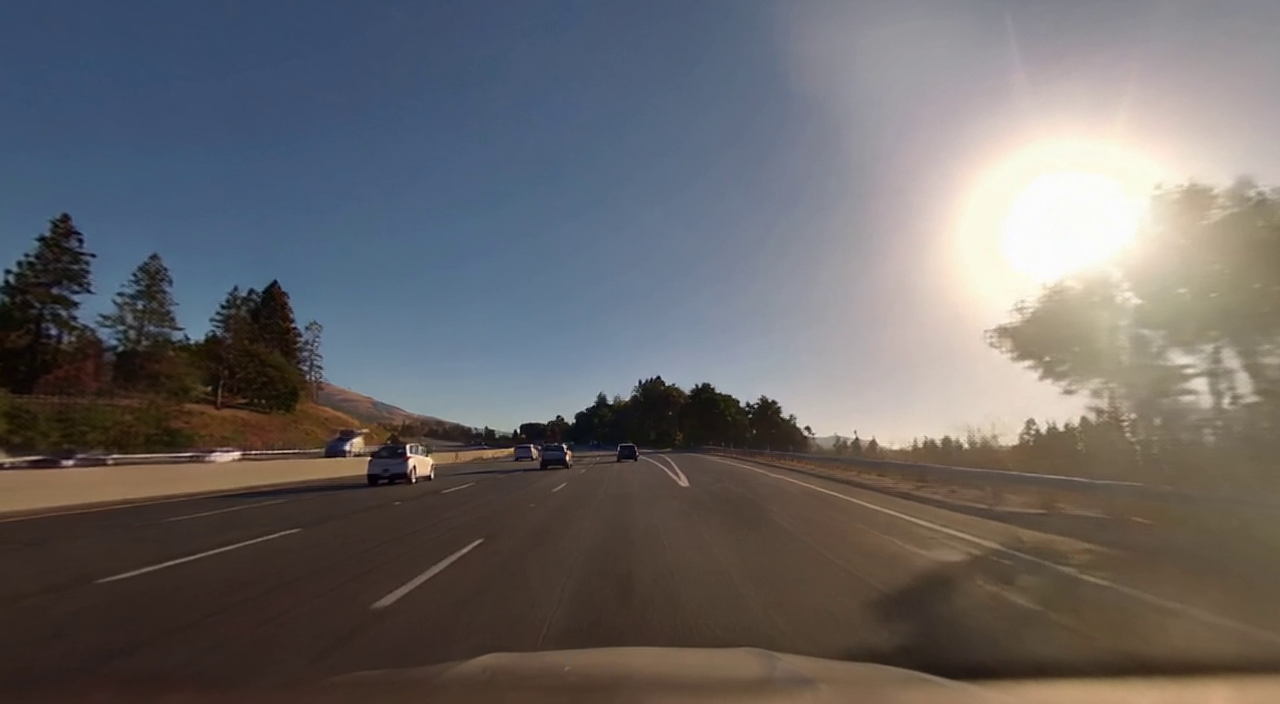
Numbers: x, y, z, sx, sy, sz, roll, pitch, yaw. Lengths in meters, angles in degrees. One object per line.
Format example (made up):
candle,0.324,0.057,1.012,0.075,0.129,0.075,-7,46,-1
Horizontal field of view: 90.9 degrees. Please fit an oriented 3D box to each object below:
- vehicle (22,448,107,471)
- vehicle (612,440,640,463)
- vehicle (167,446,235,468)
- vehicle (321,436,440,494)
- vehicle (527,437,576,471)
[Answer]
vehicle,-39.230,7.335,43.154,1.754,1.456,4.341,0,-8,-2
vehicle,-0.968,6.879,43.732,1.881,1.460,3.694,0,-8,-2
vehicle,-31.988,7.635,46.083,1.819,1.438,4.530,0,-8,-2
vehicle,-8.087,3.544,20.140,2.086,1.628,4.039,0,-8,-1
vehicle,-4.575,5.325,33.190,1.991,1.610,4.606,0,-8,-1
